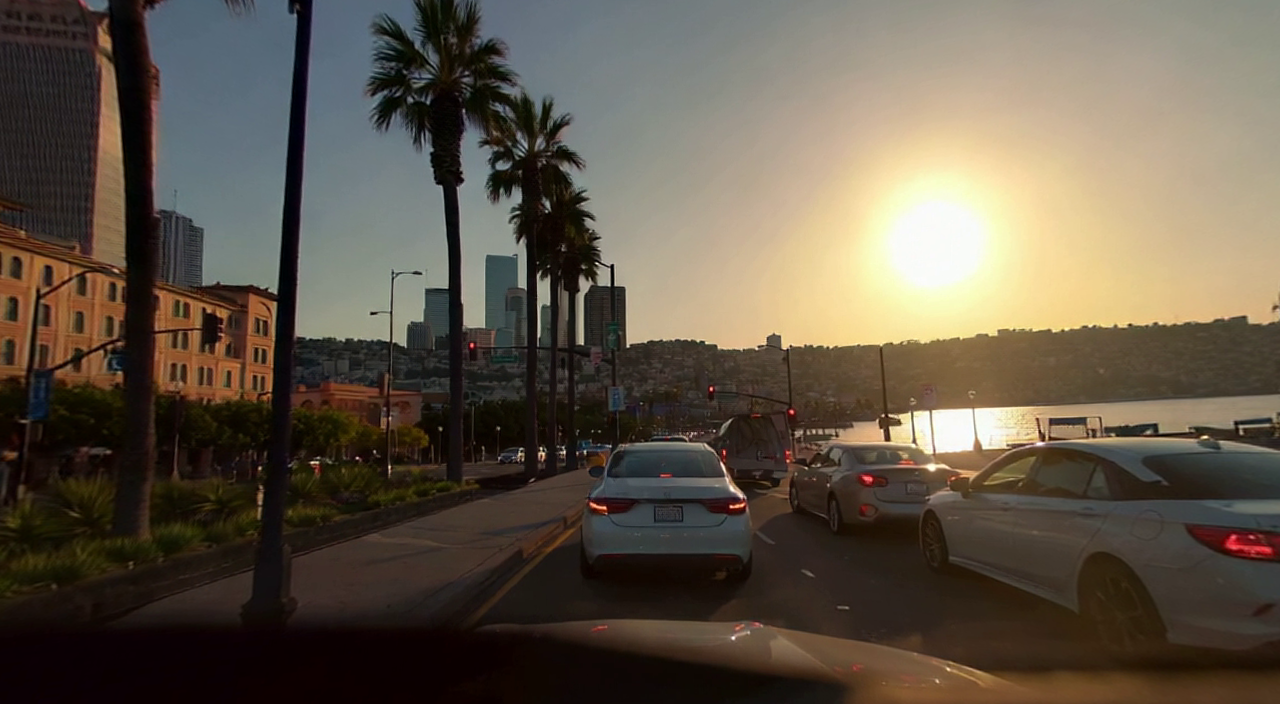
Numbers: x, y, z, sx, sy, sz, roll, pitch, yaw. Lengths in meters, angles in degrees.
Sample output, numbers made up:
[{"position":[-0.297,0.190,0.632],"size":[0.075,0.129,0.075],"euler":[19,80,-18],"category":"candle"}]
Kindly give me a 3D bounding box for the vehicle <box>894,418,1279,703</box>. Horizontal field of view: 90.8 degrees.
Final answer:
[{"position":[3.917,1.367,5.095],"size":[1.913,1.469,4.425],"euler":[0,-9,0],"category":"vehicle"}]

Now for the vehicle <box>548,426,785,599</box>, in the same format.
[{"position":[0.260,1.706,7.498],"size":[2.093,1.503,3.681],"euler":[0,-9,1],"category":"vehicle"}]

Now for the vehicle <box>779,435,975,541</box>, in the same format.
[{"position":[3.884,2.291,11.300],"size":[1.920,1.490,4.417],"euler":[-1,-9,2],"category":"vehicle"}]
